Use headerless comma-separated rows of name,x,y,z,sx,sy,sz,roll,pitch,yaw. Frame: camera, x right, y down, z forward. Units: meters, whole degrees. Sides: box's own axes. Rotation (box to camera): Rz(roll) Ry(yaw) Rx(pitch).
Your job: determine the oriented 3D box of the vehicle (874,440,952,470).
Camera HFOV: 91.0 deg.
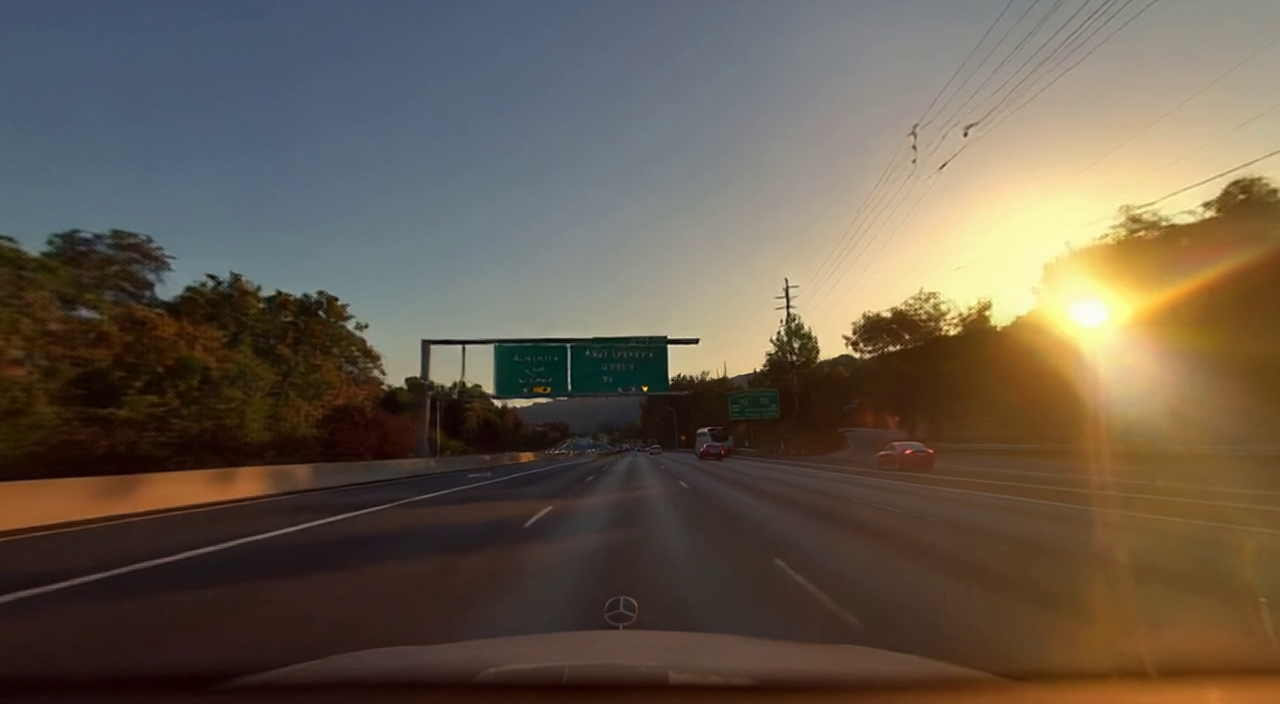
vehicle,14.569,5.511,33.873,2.089,1.484,4.573,0,-9,-1
